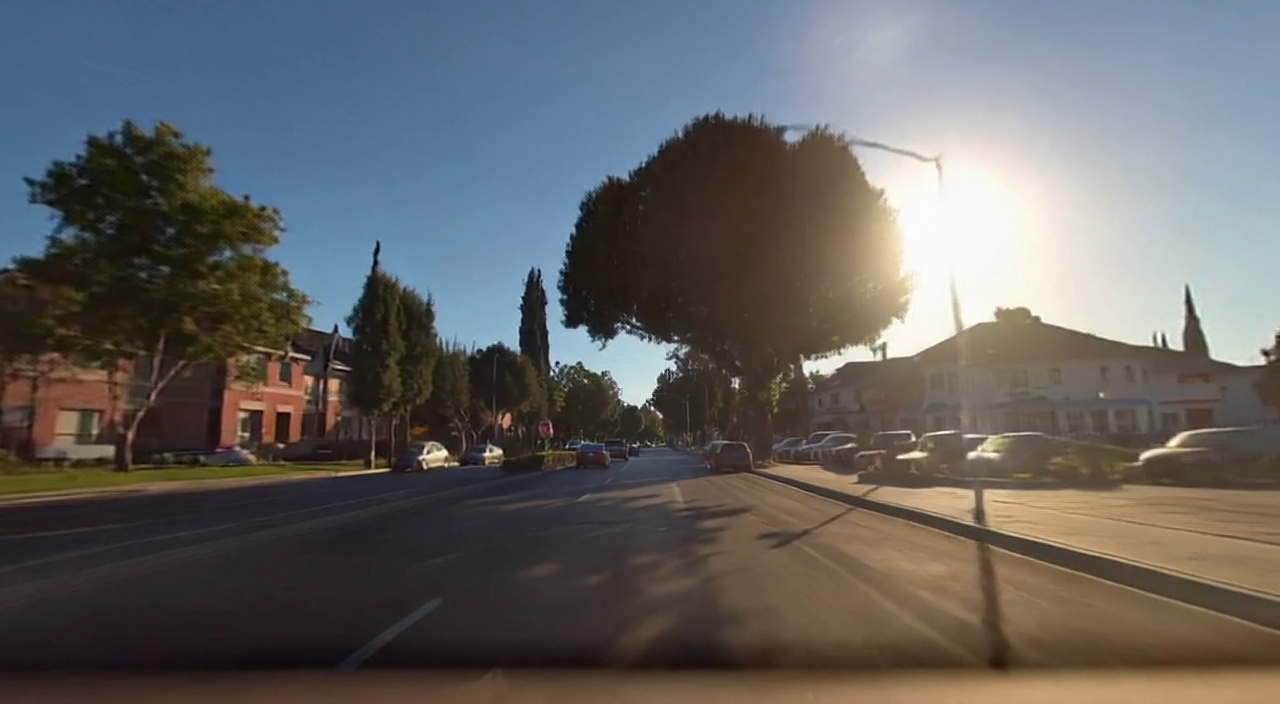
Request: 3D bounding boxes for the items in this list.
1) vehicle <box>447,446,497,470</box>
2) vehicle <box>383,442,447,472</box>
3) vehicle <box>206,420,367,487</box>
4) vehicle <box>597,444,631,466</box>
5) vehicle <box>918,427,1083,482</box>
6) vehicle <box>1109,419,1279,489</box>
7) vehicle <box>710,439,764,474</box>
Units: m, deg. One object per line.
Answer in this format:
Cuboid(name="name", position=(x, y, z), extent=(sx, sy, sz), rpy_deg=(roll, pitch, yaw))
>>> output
Cuboid(name="vehicle", position=(-10.480, 6.614, 39.613), extent=(1.801, 1.407, 4.270), rpy_deg=(0, -9, 2))
Cuboid(name="vehicle", position=(-14.213, 6.643, 40.151), extent=(2.163, 1.761, 4.811), rpy_deg=(0, -9, 2))
Cuboid(name="vehicle", position=(-18.516, 5.427, 34.116), extent=(2.953, 3.076, 9.336), rpy_deg=(0, -9, 3))
Cuboid(name="vehicle", position=(-1.706, 6.955, 42.729), extent=(1.959, 1.406, 4.272), rpy_deg=(0, -9, 2))
Cuboid(name="vehicle", position=(12.315, 3.530, 21.771), extent=(4.454, 1.776, 1.891), rpy_deg=(0, -9, 1))
Cuboid(name="vehicle", position=(15.826, 2.836, 17.627), extent=(1.823, 1.669, 4.863), rpy_deg=(-1, -9, 3))
Cuboid(name="vehicle", position=(4.978, 5.428, 32.932), extent=(2.179, 1.709, 4.512), rpy_deg=(0, -9, 1))
